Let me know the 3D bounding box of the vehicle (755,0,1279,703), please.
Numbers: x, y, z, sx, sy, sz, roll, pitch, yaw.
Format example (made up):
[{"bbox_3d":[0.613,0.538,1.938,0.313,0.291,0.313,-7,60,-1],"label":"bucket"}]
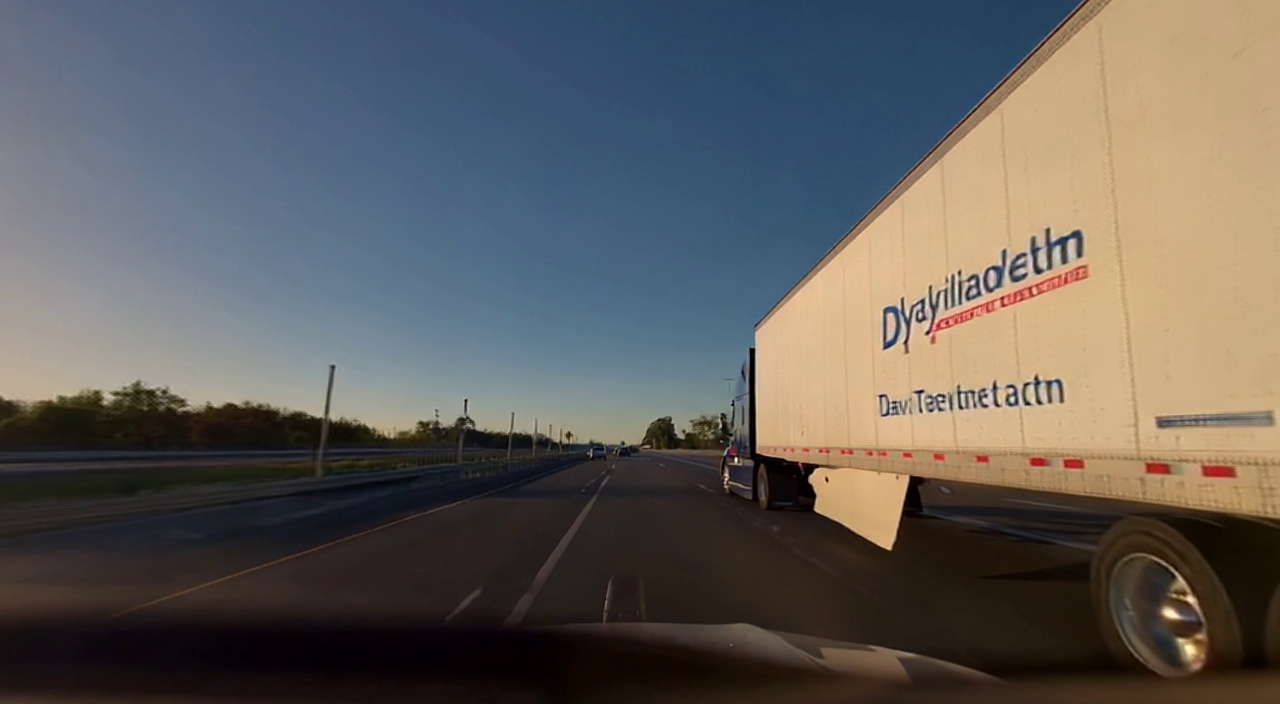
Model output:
[{"bbox_3d":[4.007,0.359,7.641,2.962,4.132,12.720,0,-8,1],"label":"vehicle"}]
